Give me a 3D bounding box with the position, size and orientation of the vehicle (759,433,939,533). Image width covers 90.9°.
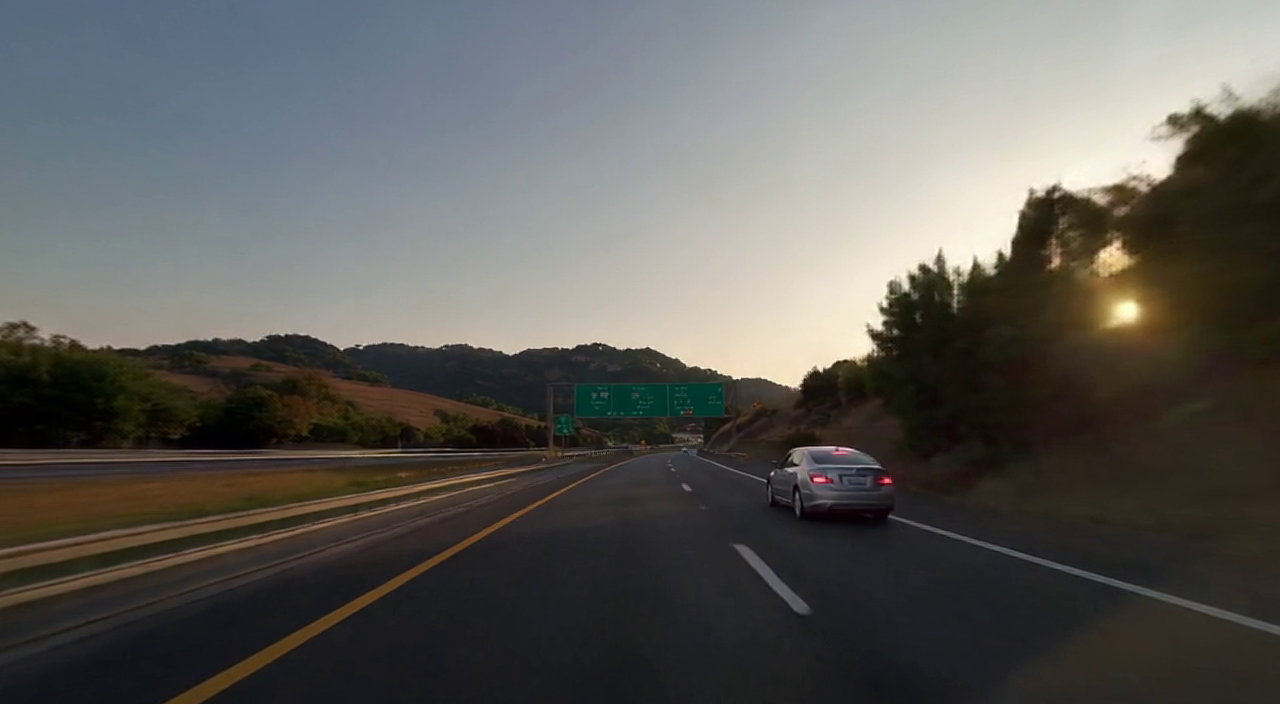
[{"bbox_3d":[3.621,2.336,11.834,1.997,1.515,4.025,0,-9,0],"label":"vehicle"}]
